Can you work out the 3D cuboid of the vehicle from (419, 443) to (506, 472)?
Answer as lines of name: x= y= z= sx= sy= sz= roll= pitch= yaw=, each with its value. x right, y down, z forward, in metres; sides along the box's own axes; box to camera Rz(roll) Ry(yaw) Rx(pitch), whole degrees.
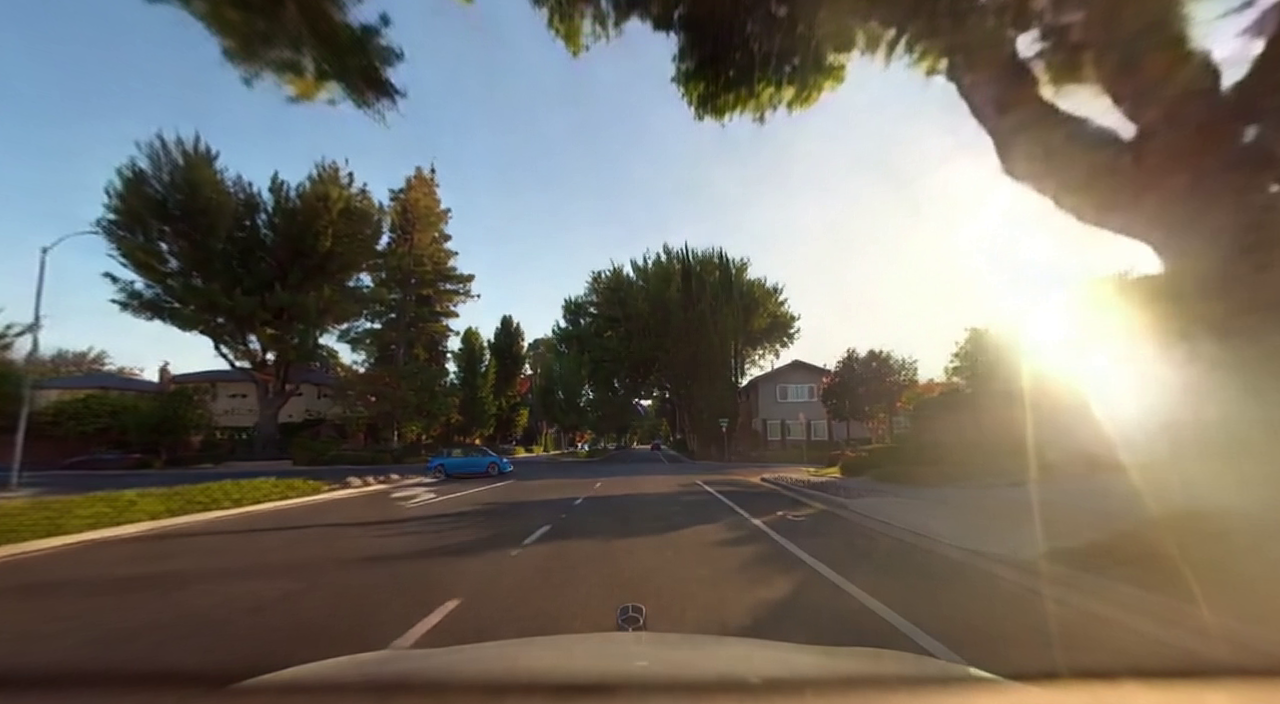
vehicle: x=-11.025 y=6.539 z=39.142 sx=4.788 sy=1.666 sz=2.170 roll=5 pitch=-10 yaw=-26
